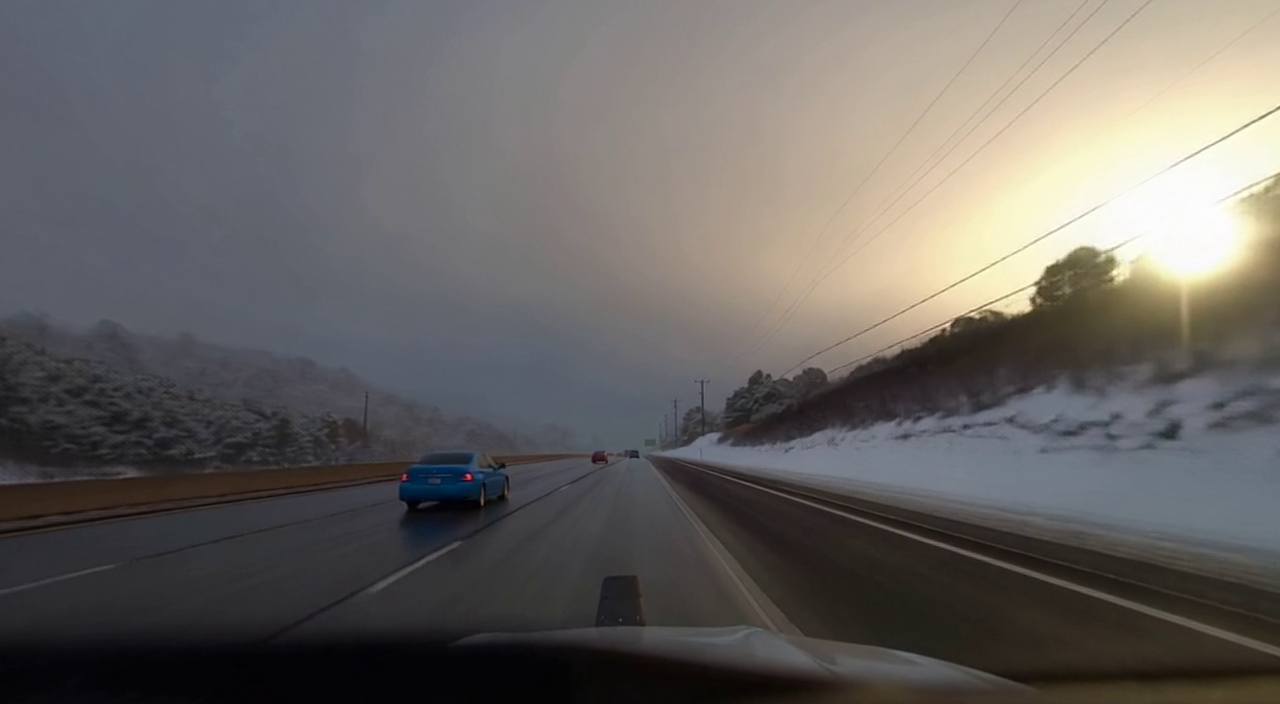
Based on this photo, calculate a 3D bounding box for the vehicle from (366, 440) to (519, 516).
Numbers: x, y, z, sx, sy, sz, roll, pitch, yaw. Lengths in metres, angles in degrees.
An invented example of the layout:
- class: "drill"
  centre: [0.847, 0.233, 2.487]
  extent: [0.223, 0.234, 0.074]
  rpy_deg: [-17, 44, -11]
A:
- class: "vehicle"
  centre: [-4.438, 2.912, 15.205]
  extent: [2.064, 1.489, 4.966]
  rpy_deg: [0, -9, 0]
